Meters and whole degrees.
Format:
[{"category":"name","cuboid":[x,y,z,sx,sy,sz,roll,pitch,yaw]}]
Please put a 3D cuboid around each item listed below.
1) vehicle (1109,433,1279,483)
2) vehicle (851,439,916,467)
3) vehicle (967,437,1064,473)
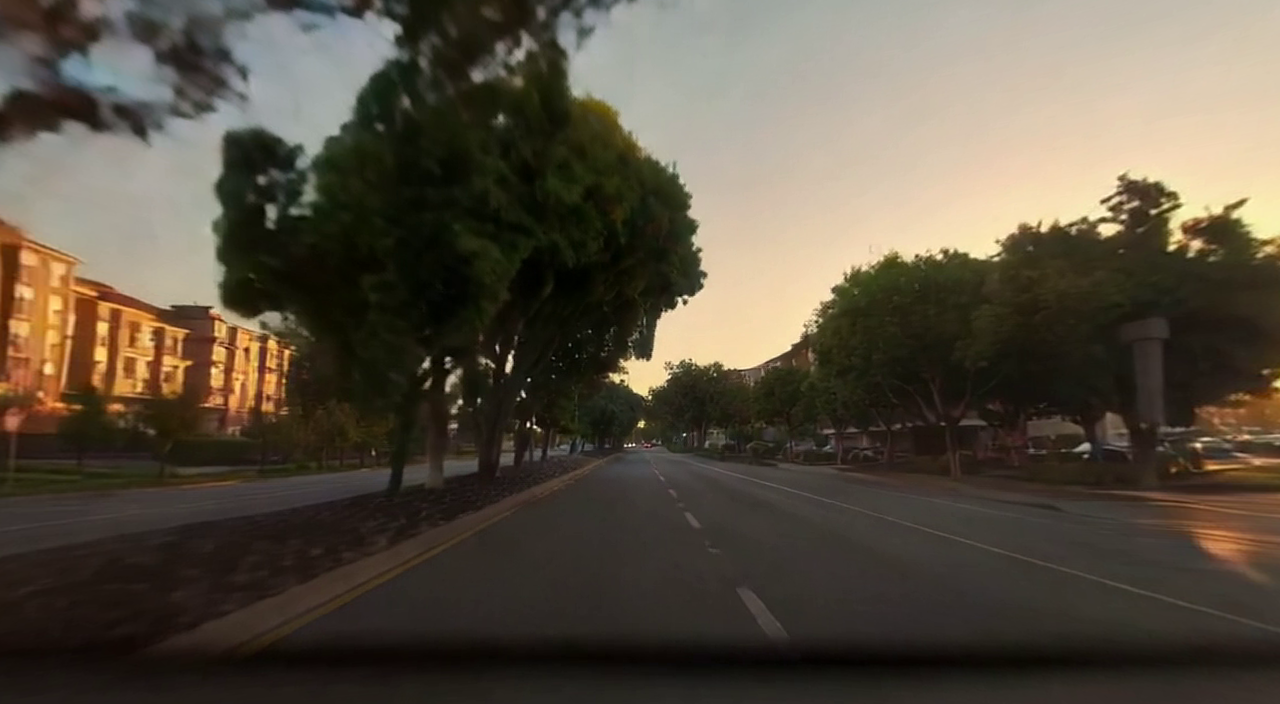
[{"category":"vehicle","cuboid":[20.143,3.800,22.790,4.661,1.710,2.127,0,-9,-1]},{"category":"vehicle","cuboid":[15.425,6.424,40.353,2.006,1.683,4.643,0,-9,-5]},{"category":"vehicle","cuboid":[18.696,5.133,31.718,1.947,1.667,4.347,0,-9,-3]}]
